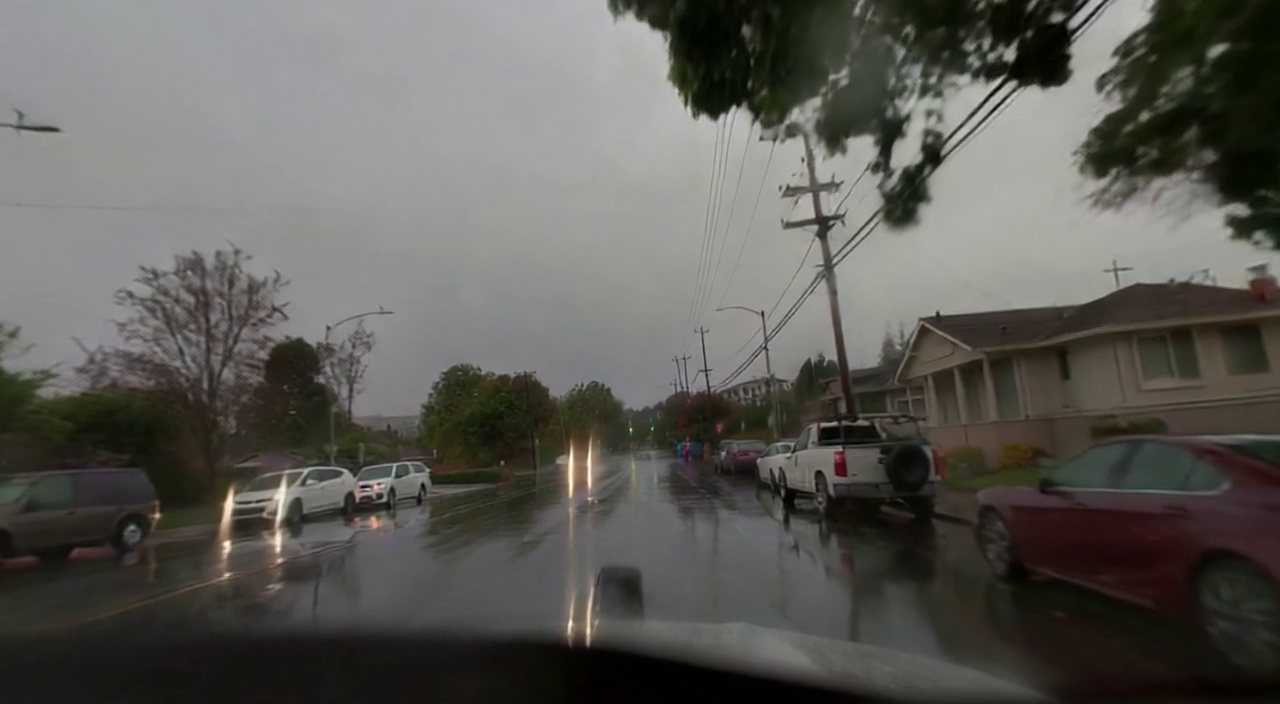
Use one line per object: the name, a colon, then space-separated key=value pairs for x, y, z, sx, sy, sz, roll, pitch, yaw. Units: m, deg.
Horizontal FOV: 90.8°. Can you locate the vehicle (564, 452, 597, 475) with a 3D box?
vehicle: x=-4.506 y=8.571 z=48.615 sx=1.948 sy=1.502 sz=4.434 roll=-3 pitch=-8 yaw=2

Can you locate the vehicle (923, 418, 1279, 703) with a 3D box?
vehicle: x=4.292 y=1.324 z=4.901 sx=1.927 sy=1.483 sz=5.100 roll=-1 pitch=-8 yaw=1

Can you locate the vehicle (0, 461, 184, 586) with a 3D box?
vehicle: x=-11.028 y=2.998 z=11.557 sx=1.937 sy=1.837 sz=4.414 roll=-1 pitch=-8 yaw=2

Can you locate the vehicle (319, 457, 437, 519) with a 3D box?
vehicle: x=-10.435 y=5.408 z=25.799 sx=2.282 sy=2.060 sz=5.738 roll=0 pitch=-8 yaw=0

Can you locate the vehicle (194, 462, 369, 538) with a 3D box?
vehicle: x=-10.824 y=4.472 z=19.753 sx=2.089 sy=1.837 sz=5.499 roll=-1 pitch=-8 yaw=2

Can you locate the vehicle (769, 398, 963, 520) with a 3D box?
vehicle: x=4.591 y=2.307 z=14.082 sx=2.330 sy=2.160 sz=5.550 roll=0 pitch=-8 yaw=1
